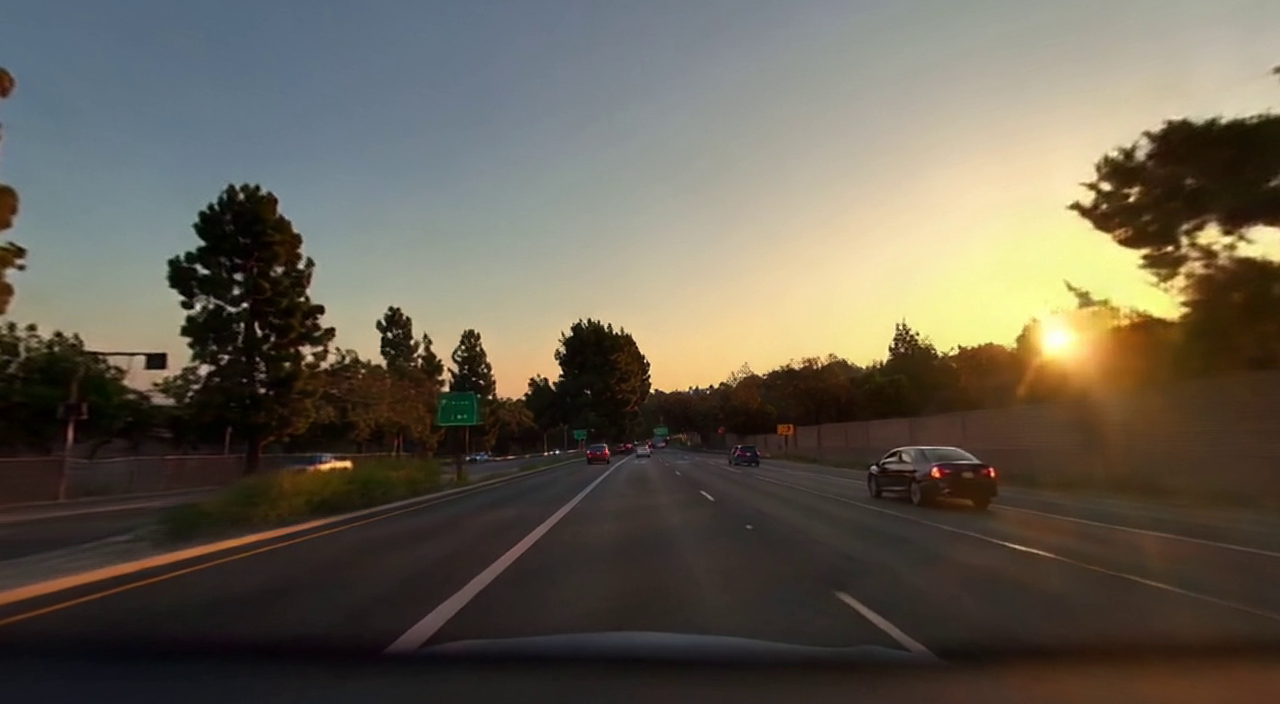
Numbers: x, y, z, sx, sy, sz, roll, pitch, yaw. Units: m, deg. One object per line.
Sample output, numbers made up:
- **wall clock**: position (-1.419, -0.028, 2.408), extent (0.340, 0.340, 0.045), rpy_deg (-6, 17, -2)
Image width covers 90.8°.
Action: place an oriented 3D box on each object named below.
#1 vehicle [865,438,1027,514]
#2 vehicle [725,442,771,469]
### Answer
- **vehicle**: position (6.870, 2.782, 14.694), extent (1.838, 1.518, 3.713), rpy_deg (0, -8, -1)
- **vehicle**: position (6.642, 6.435, 39.420), extent (1.987, 1.597, 4.463), rpy_deg (0, -8, -1)
